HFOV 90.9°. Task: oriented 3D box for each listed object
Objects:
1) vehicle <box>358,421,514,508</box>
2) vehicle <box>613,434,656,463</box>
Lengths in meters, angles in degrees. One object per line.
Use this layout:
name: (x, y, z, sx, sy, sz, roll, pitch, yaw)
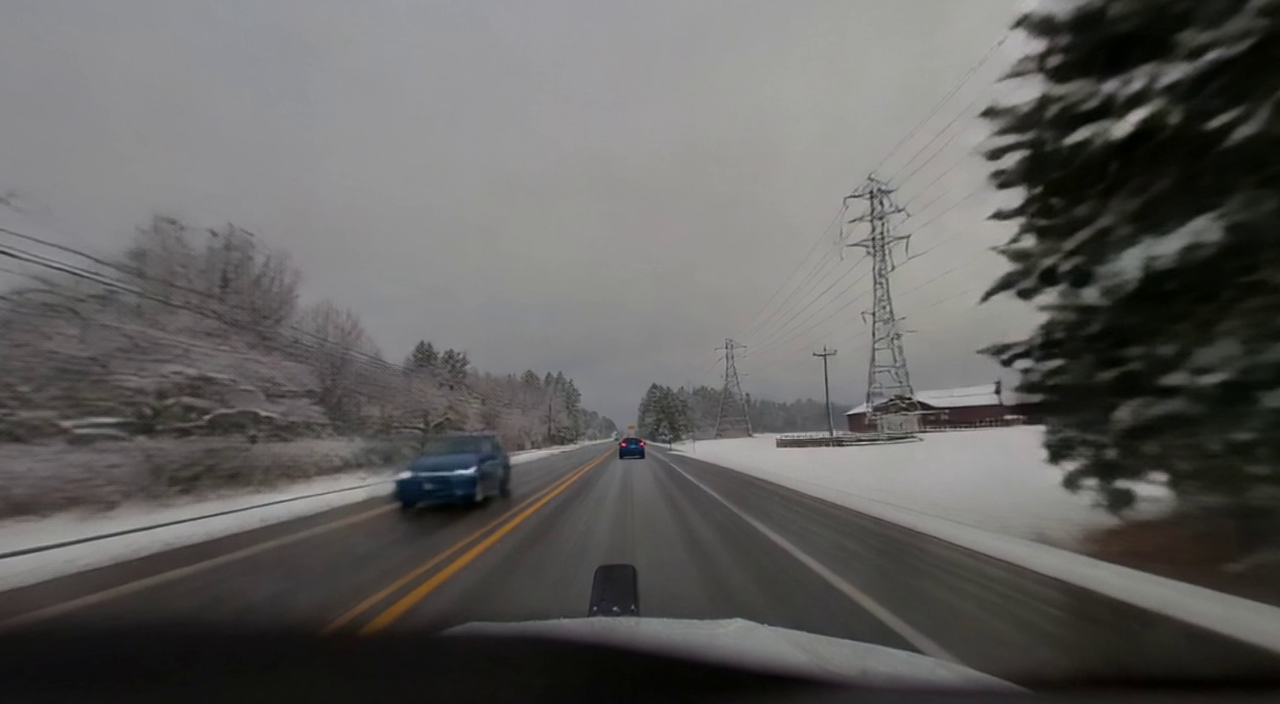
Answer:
vehicle: (-4.126, 2.326, 13.552, 2.079, 1.591, 3.951, 0, -8, -1)
vehicle: (-0.298, 5.249, 34.578, 2.241, 1.471, 3.829, 0, -8, -1)
